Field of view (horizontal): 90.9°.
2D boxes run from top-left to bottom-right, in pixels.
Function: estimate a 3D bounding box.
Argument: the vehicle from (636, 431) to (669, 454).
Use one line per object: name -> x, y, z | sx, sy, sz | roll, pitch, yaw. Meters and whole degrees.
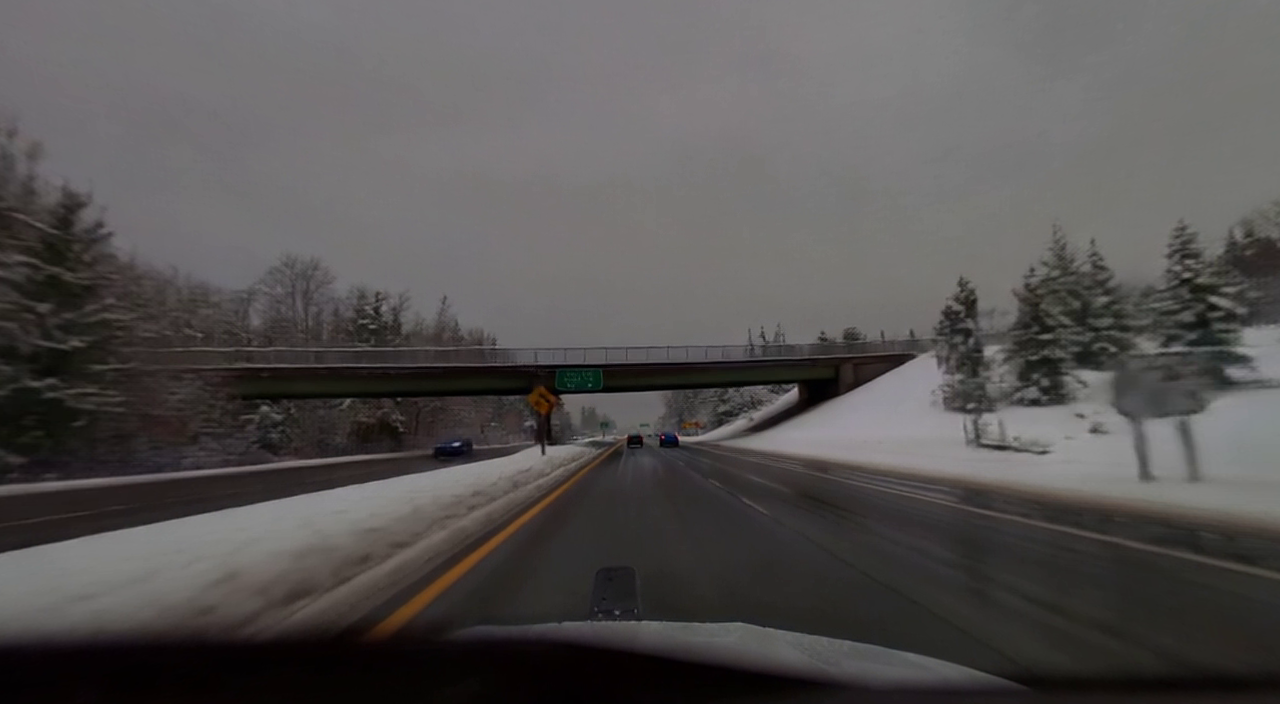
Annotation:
vehicle -> 0.810, 6.045, 42.167 | 1.981, 1.490, 3.449 | 0, -8, -3
